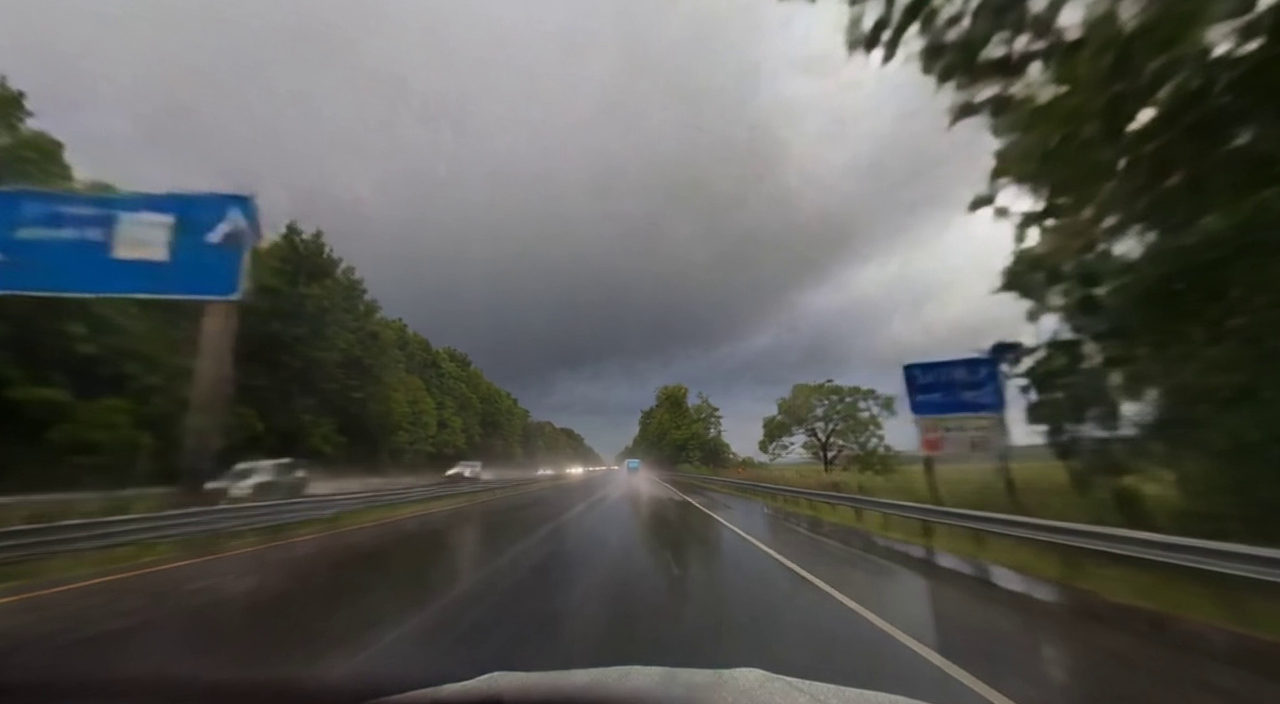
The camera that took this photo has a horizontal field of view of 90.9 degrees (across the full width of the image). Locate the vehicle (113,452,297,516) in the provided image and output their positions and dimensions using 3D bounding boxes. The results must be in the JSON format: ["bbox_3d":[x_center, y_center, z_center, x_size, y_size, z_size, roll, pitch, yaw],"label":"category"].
[{"bbox_3d":[-12.611,3.877,18.782,2.070,1.611,4.762,1,-11,0],"label":"vehicle"}]

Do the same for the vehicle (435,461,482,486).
[{"bbox_3d":[-13.021,8.771,45.543,1.971,1.687,4.517,1,-11,0],"label":"vehicle"}]
